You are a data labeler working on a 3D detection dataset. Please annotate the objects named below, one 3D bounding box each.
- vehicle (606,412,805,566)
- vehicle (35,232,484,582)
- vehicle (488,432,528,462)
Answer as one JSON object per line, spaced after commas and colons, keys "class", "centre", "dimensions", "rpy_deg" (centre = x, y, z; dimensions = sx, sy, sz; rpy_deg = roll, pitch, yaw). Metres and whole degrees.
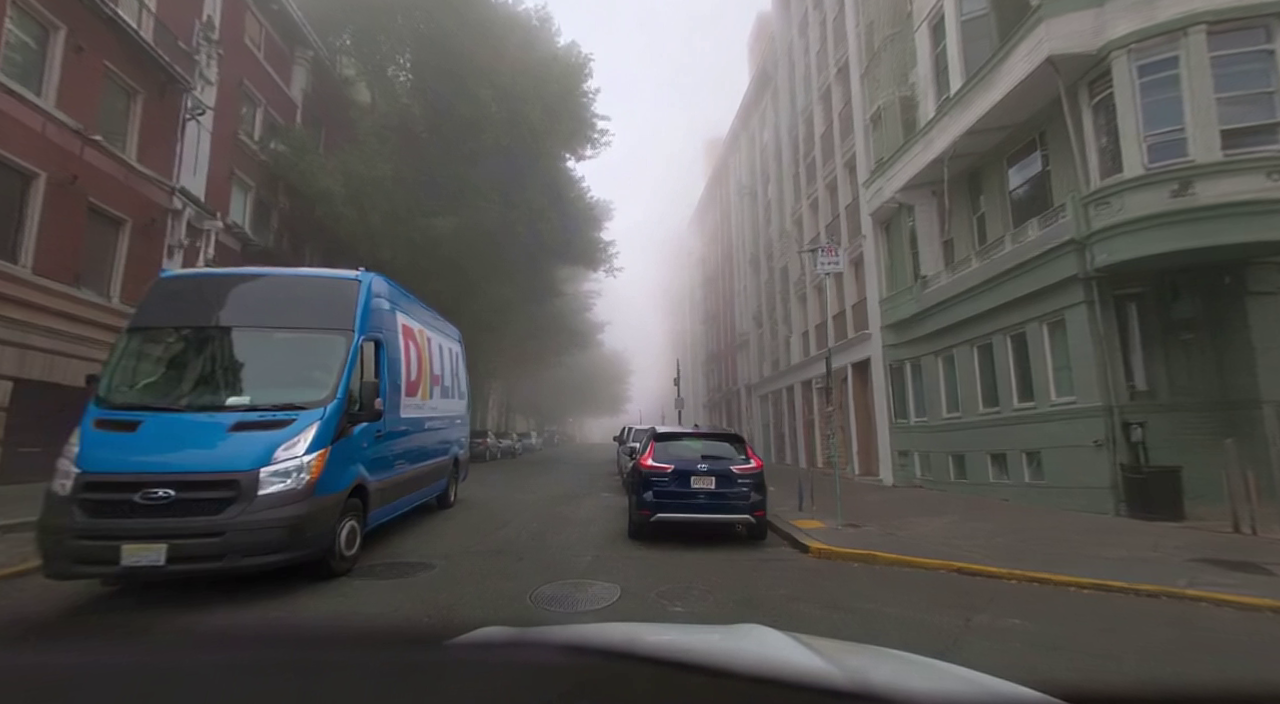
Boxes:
{"class": "vehicle", "centre": [0.529, 1.657, 8.569], "dimensions": [1.925, 1.481, 4.653], "rpy_deg": [1, -8, -3]}
{"class": "vehicle", "centre": [-4.106, 0.916, 9.059], "dimensions": [2.558, 3.014, 7.101], "rpy_deg": [0, -8, -5]}
{"class": "vehicle", "centre": [-8.159, 5.908, 39.288], "dimensions": [1.809, 1.469, 4.148], "rpy_deg": [2, -4, -3]}
